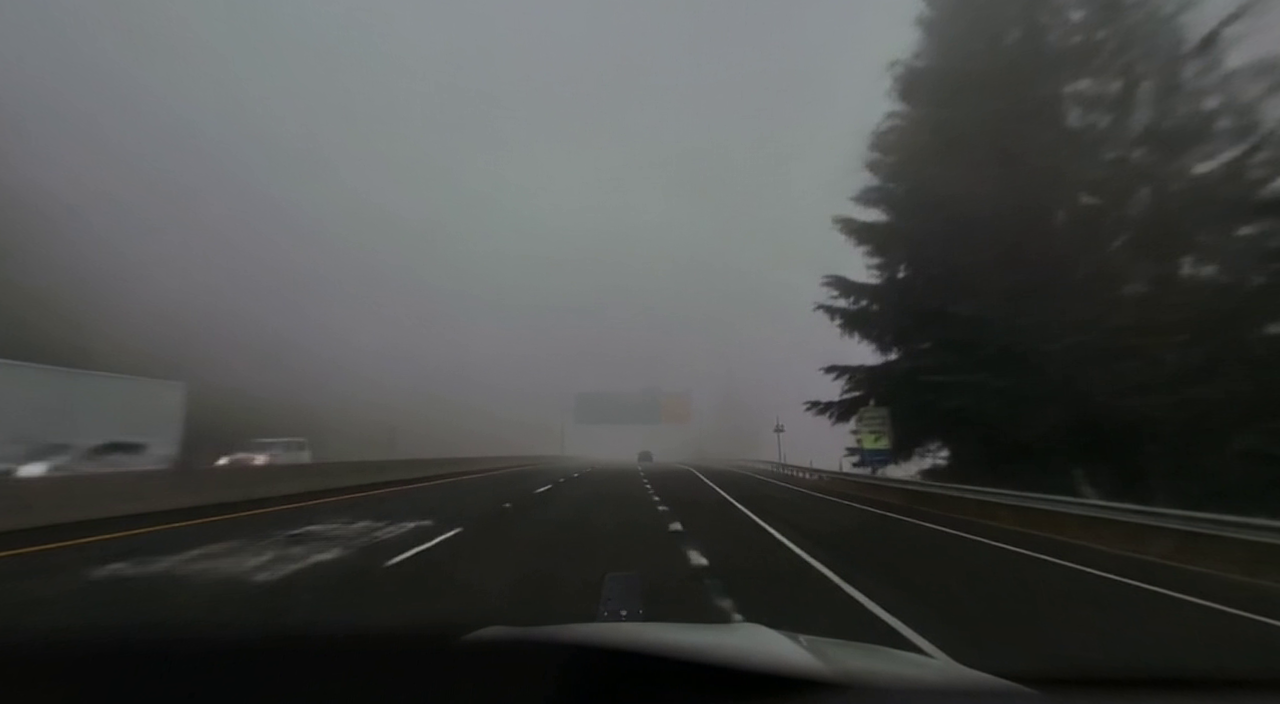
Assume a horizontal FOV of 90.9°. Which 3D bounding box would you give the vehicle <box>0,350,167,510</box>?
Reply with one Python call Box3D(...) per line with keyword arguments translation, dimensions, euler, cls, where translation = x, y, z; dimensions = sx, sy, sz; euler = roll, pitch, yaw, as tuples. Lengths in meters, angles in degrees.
Box3D(translation=(-18.155, 2.141, 17.051), dimensions=(3.044, 4.093, 10.129), euler=(0, -9, -2), cls="vehicle")
